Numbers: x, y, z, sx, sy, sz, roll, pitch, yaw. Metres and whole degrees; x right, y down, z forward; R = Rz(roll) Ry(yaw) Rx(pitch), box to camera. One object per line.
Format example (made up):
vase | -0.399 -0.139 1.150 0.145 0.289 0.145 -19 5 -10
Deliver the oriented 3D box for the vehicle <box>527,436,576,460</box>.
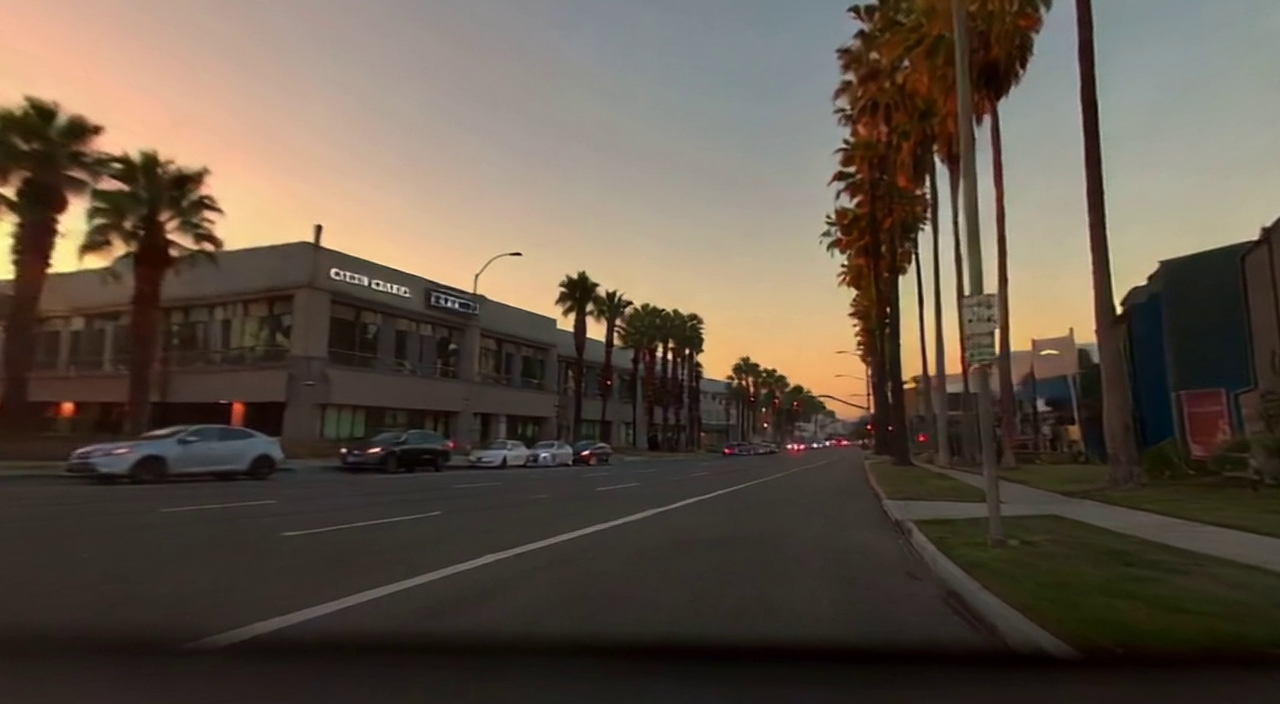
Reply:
vehicle | -6.430 7.016 45.994 1.858 1.599 4.104 -3 -9 19

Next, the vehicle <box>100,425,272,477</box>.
vehicle | -14.810 3.244 20.824 1.857 1.474 4.291 -5 -9 17

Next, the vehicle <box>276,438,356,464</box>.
vehicle | -19.472 5.952 37.919 1.806 1.500 4.118 -3 -9 18

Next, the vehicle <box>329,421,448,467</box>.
vehicle | -11.829 4.427 30.111 2.184 1.904 5.617 -5 -10 18

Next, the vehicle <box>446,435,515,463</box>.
vehicle | -9.205 5.670 36.715 1.813 1.535 4.306 -3 -9 19
